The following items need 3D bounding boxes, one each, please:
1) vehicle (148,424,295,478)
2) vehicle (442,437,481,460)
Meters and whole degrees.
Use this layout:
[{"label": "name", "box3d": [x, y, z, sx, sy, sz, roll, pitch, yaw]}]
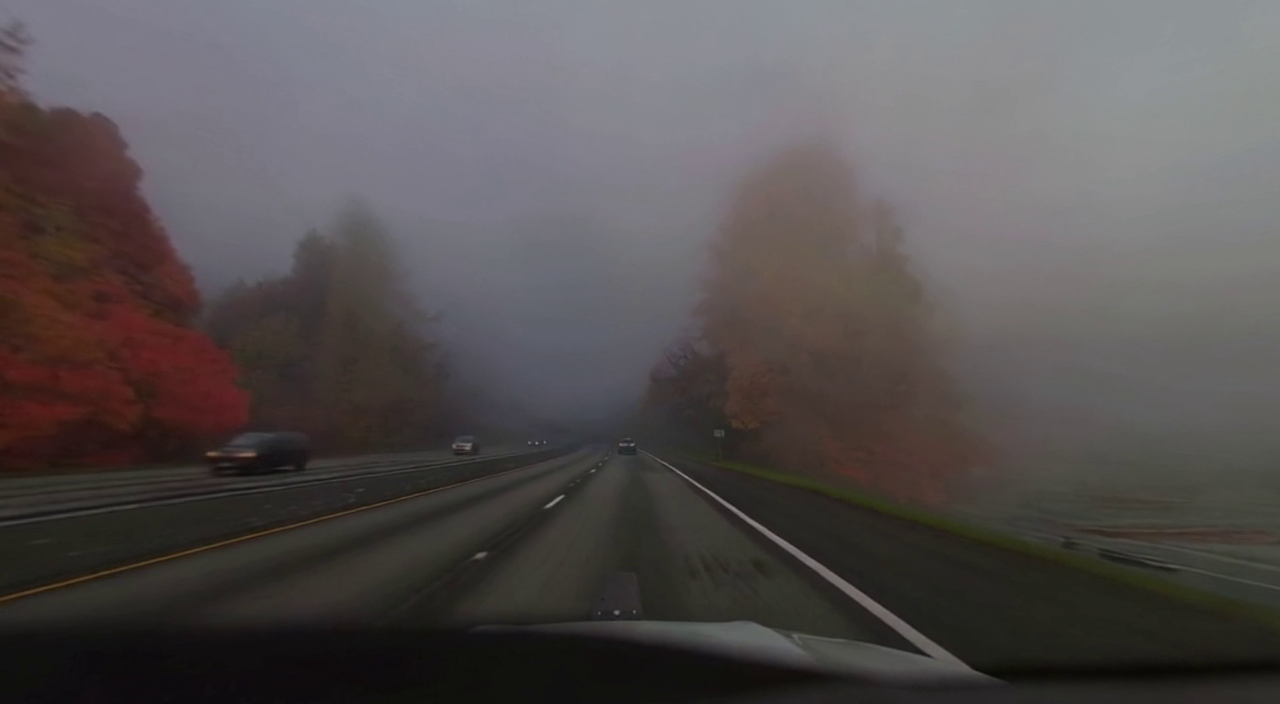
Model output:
[{"label": "vehicle", "box3d": [-14.263, 3.405, 21.851, 1.949, 1.646, 4.601, 0, -8, 0]}, {"label": "vehicle", "box3d": [-12.318, 6.656, 43.560, 1.690, 1.462, 3.597, 0, -8, -1]}]
